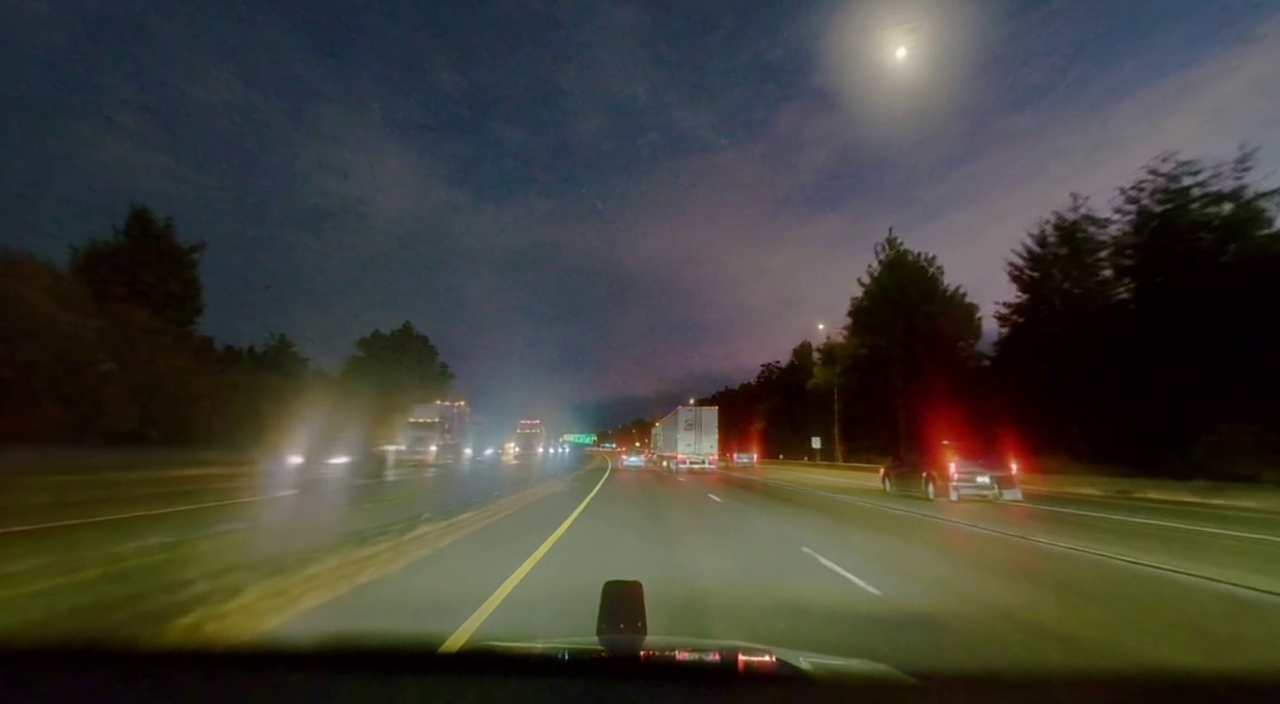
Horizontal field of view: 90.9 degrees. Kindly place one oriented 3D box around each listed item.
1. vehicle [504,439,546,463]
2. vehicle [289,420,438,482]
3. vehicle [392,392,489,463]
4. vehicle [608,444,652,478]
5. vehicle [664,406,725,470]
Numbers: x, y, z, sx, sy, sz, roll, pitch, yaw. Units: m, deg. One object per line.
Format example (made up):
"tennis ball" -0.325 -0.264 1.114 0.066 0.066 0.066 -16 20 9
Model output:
"vehicle" -7.858 6.822 43.411 1.993 1.486 5.318 0 -9 -1
"vehicle" -7.459 2.780 17.702 1.958 1.489 4.997 0 -9 -1
"vehicle" -12.211 4.949 39.853 2.937 3.843 10.296 0 -9 -1
"vehicle" -0.513 5.485 31.901 2.111 1.599 3.859 0 -9 -1
"vehicle" 3.657 6.424 46.130 2.931 4.009 12.800 0 -9 -2
